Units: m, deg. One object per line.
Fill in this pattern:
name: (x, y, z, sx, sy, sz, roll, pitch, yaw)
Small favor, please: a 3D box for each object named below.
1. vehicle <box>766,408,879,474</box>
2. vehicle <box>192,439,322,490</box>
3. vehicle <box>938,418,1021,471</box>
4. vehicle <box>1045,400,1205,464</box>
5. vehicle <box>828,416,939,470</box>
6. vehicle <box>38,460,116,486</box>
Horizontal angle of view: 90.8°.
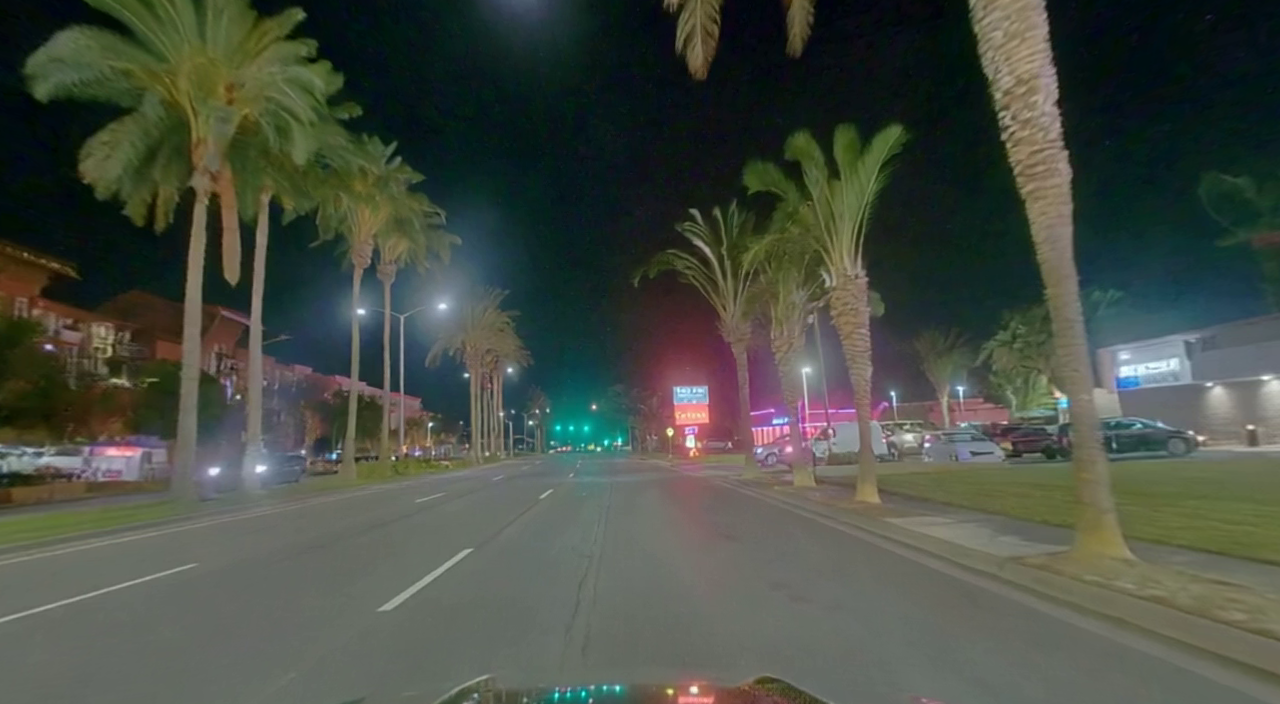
vehicle: (8.984, 4.350, 30.730, 5.942, 2.851, 2.531, 8, -12, -44)
vehicle: (-16.982, 5.012, 28.525, 2.379, 2.034, 5.893, 0, -9, -3)
vehicle: (15.432, 4.168, 29.149, 2.525, 2.043, 6.684, -7, -8, 22)
vehicle: (21.826, 3.731, 28.890, 2.434, 2.604, 5.700, 0, -9, -4)
vehicle: (11.195, 4.159, 28.816, 2.514, 2.172, 5.798, -9, -12, 43)
vehicle: (-39.065, 8.384, 43.899, 3.759, 1.475, 1.863, -3, -7, 3)
